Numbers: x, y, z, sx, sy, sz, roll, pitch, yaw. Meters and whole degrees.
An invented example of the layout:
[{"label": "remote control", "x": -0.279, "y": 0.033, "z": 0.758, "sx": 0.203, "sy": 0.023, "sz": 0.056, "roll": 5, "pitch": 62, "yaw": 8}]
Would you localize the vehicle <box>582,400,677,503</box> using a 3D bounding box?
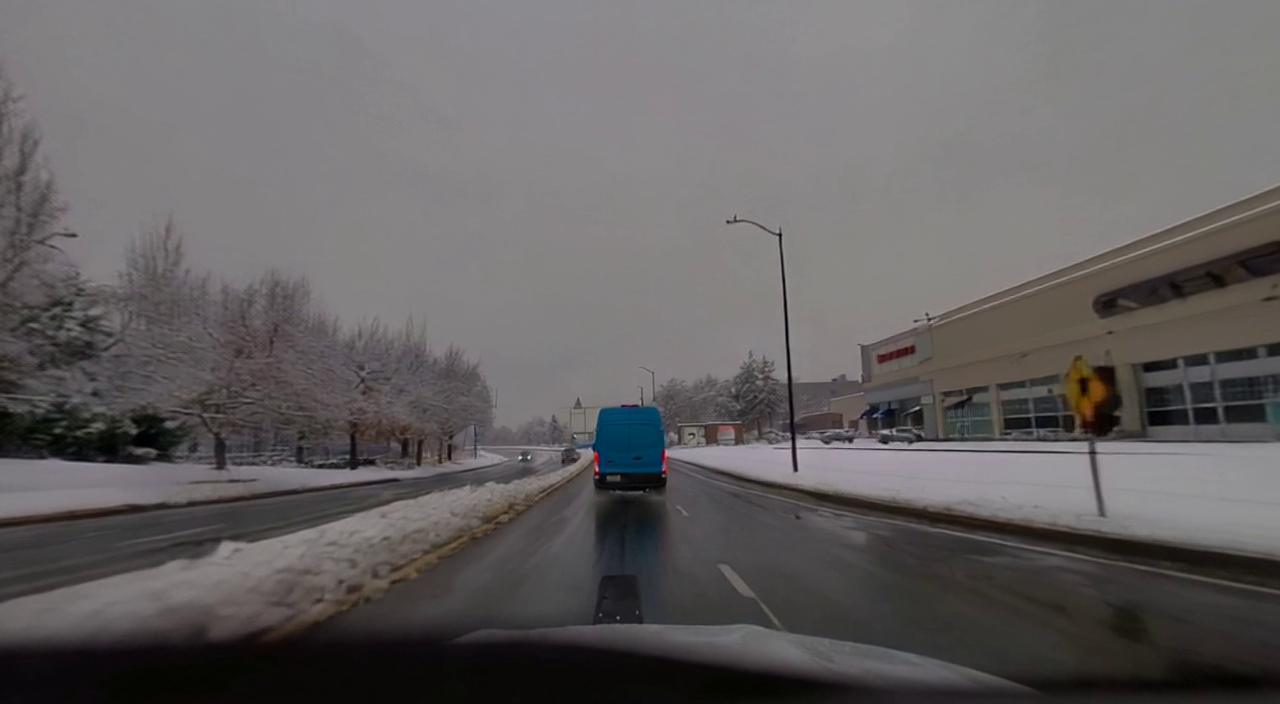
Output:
[{"label": "vehicle", "x": -0.423, "y": 2.987, "z": 19.037, "sx": 2.432, "sy": 2.624, "sz": 5.670, "roll": 0, "pitch": -9, "yaw": -3}]
